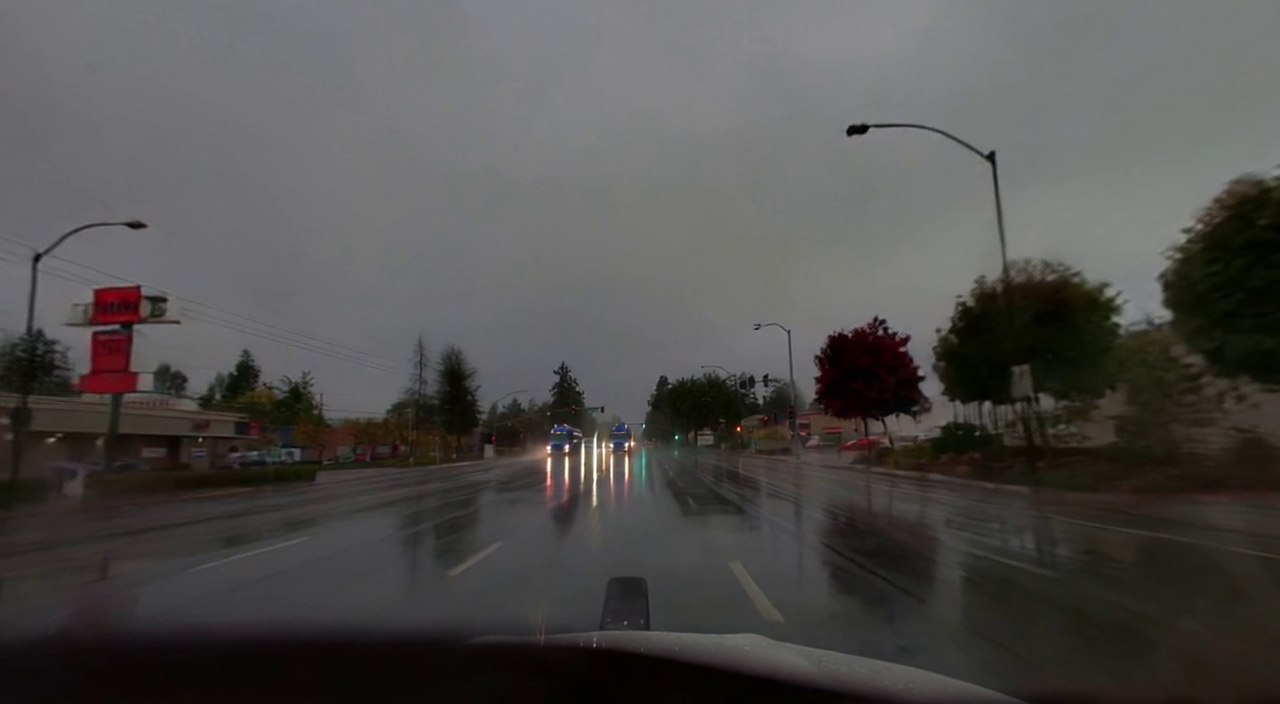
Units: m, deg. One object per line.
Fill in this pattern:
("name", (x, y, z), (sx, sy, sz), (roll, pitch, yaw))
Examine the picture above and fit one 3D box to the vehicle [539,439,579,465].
("vehicle", (-5.730, 7.117, 45.130), (2.179, 1.750, 4.621), (0, -8, 0))
